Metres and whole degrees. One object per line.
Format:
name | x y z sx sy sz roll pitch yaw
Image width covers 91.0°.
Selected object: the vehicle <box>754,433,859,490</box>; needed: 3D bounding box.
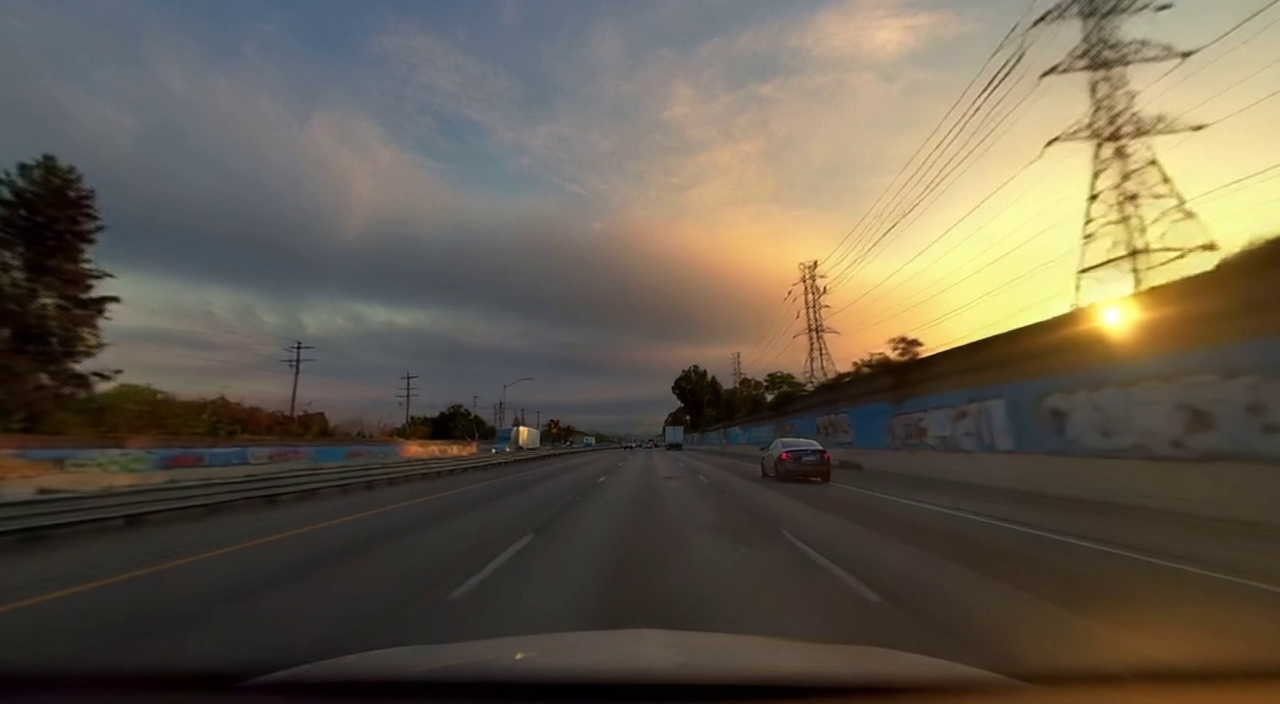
vehicle | 4.741 3.162 18.539 1.991 1.494 3.951 0 -8 0
